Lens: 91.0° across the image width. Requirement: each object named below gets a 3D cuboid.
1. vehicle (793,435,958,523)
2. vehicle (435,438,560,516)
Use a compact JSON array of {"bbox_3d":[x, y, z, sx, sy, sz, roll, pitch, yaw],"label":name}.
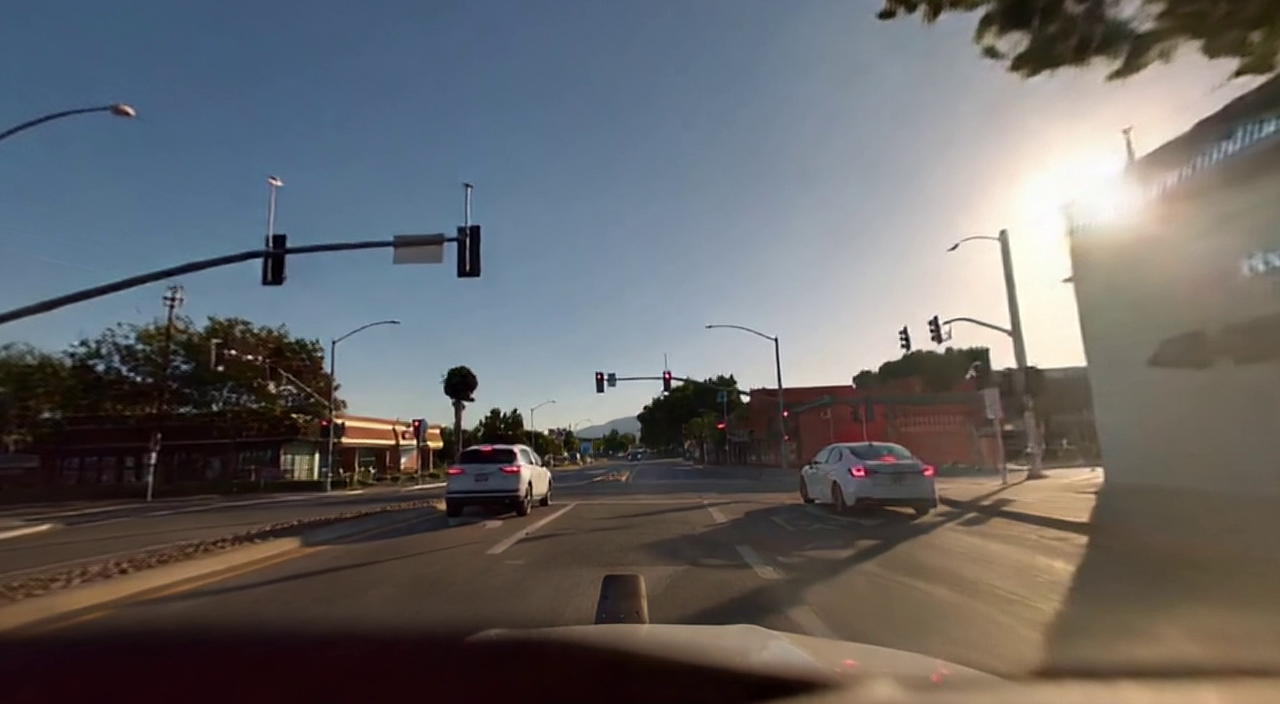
[{"bbox_3d":[5.054,2.805,14.331,2.039,1.655,4.495,0,-9,1],"label":"vehicle"},{"bbox_3d":[-3.262,2.985,15.408,1.947,1.627,4.248,0,-9,1],"label":"vehicle"}]
